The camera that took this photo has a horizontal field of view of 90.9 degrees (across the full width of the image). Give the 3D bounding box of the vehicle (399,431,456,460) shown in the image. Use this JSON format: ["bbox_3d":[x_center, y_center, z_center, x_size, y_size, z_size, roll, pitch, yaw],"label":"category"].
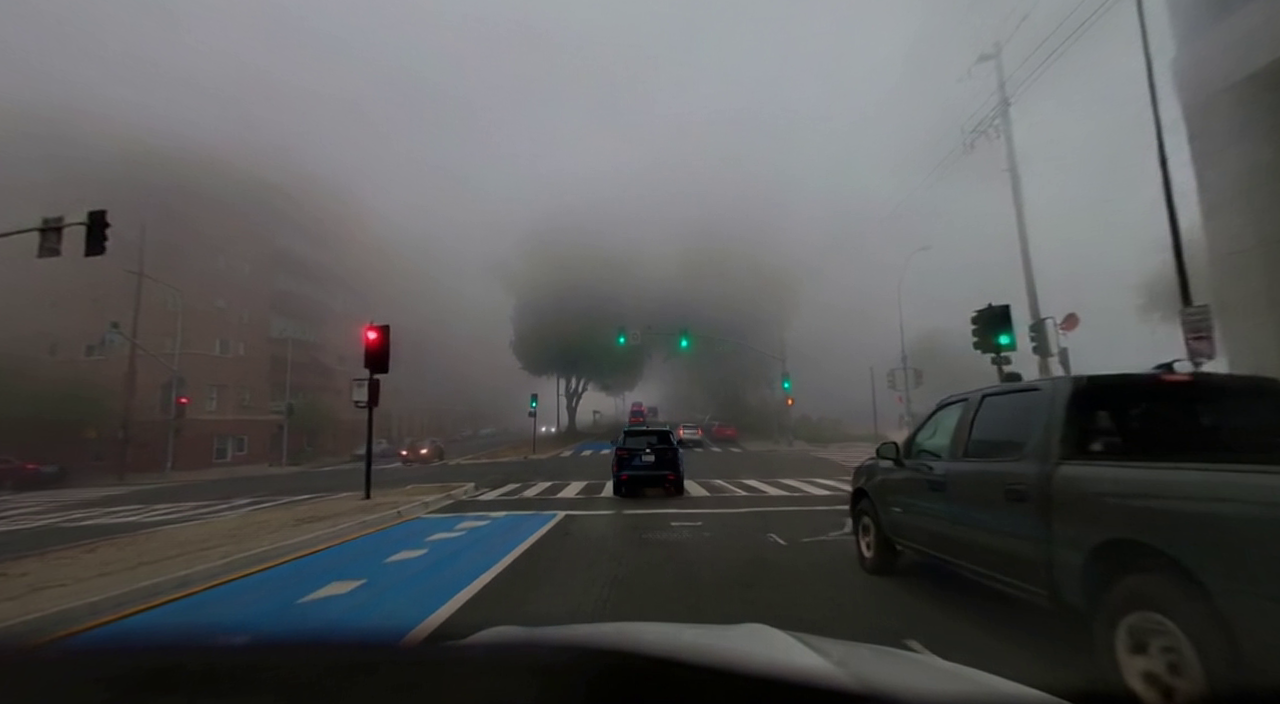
[{"bbox_3d":[-13.470,5.978,40.227,2.062,1.697,4.321,0,-9,1],"label":"vehicle"}]

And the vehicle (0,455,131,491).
[{"bbox_3d":[-27.614,5.739,30.330,1.857,1.535,4.900,-1,-9,4],"label":"vehicle"}]

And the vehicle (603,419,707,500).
[{"bbox_3d":[0.314,2.698,16.074,2.283,1.773,4.255,0,-9,0],"label":"vehicle"}]

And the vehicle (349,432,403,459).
[{"bbox_3d":[-19.312,6.868,46.323,2.060,1.867,4.626,0,-9,-2],"label":"vehicle"}]

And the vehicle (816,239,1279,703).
[{"bbox_3d":[3.383,1.002,4.368,2.487,2.048,6.443,0,-9,0],"label":"vehicle"}]
